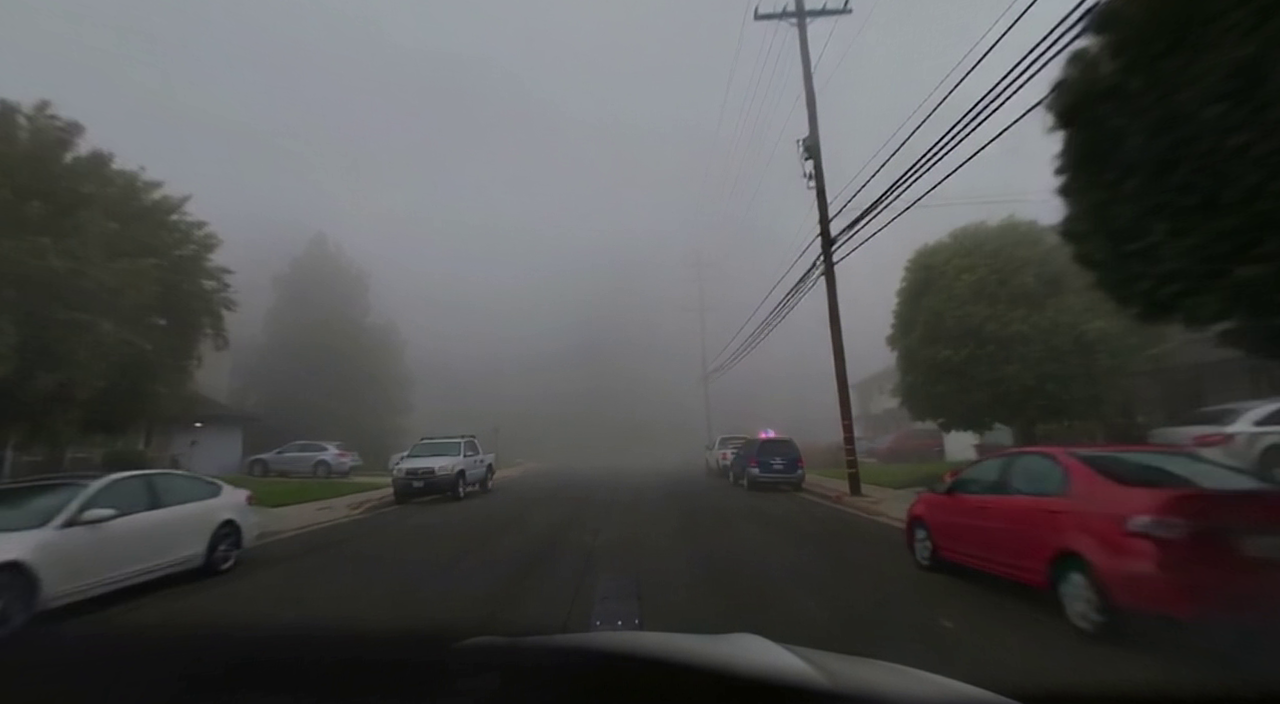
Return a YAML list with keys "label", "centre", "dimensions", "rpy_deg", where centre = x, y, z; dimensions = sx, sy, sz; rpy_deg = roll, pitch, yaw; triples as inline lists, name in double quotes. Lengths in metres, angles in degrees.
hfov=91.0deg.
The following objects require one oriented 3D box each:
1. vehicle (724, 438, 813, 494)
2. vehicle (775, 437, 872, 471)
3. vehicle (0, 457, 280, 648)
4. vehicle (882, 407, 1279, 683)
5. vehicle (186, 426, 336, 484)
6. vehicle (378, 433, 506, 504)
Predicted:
- label: "vehicle"
  centre: [3.889, 3.523, 19.775]
  dimensions: [1.848, 1.550, 4.054]
  rpy_deg: [0, -9, -1]
- label: "vehicle"
  centre: [9.383, 5.276, 32.372]
  dimensions: [4.270, 1.541, 2.069]
  rpy_deg: [3, -10, -7]
- label: "vehicle"
  centre: [-6.043, 1.828, 6.286]
  dimensions: [2.048, 1.438, 4.728]
  rpy_deg: [-2, -9, 1]
- label: "vehicle"
  centre: [4.050, 1.417, 5.721]
  dimensions: [2.021, 1.563, 4.088]
  rpy_deg: [0, -9, -1]
- label: "vehicle"
  centre: [-17.968, 4.898, 30.179]
  dimensions: [5.548, 2.609, 2.235]
  rpy_deg: [1, -9, -8]
- label: "vehicle"
  centre: [-6.027, 3.619, 20.078]
  dimensions: [2.322, 1.913, 5.582]
  rpy_deg: [0, -9, -1]
